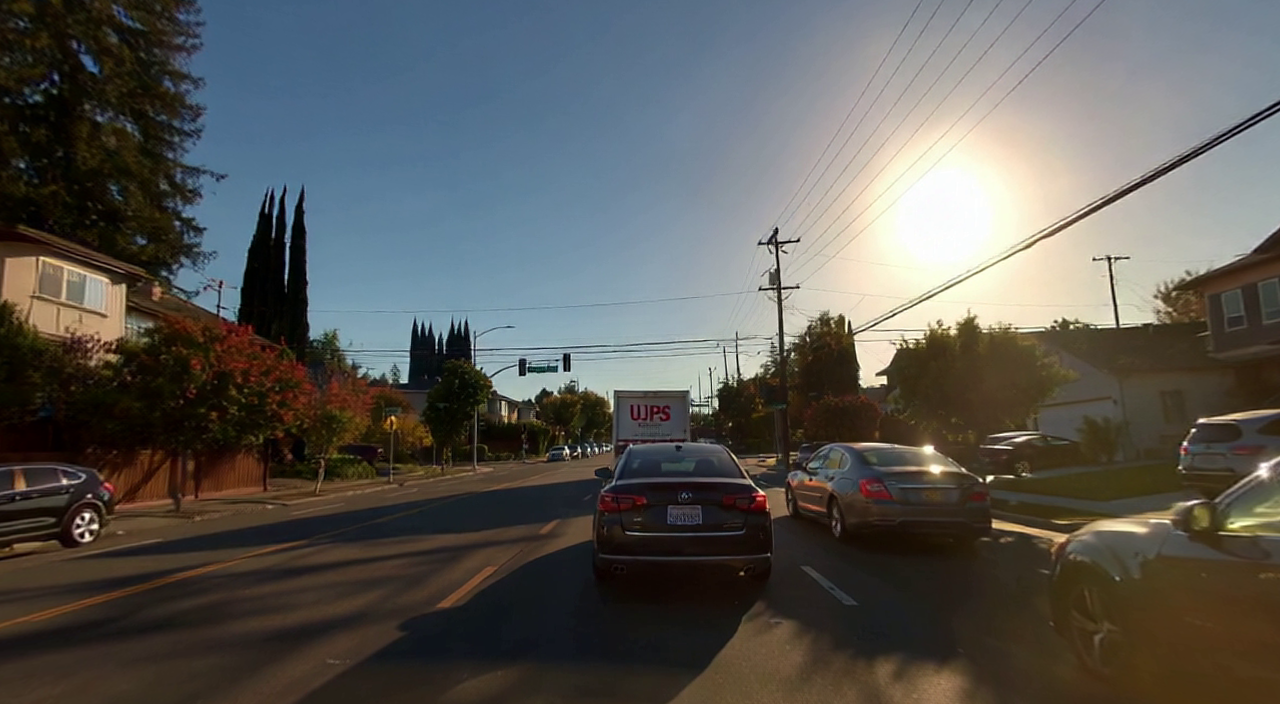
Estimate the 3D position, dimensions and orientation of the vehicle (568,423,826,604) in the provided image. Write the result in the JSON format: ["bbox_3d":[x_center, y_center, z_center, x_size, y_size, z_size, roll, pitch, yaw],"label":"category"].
[{"bbox_3d":[0.475,1.684,7.515,2.158,1.499,4.377,0,-8,0],"label":"vehicle"}]

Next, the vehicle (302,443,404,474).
[{"bbox_3d":[-17.428,6.467,38.247,5.274,1.793,1.921,0,-8,2],"label":"vehicle"}]

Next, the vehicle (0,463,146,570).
[{"bbox_3d":[-10.353,2.482,9.442,1.925,1.482,4.753,0,-8,0],"label":"vehicle"}]

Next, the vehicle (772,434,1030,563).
[{"bbox_3d":[3.513,2.040,9.581,1.993,1.479,4.487,0,-8,0],"label":"vehicle"}]

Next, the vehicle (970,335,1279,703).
[{"bbox_3d":[3.304,0.759,1.899,2.069,1.722,4.888,0,-8,2],"label":"vehicle"}]
